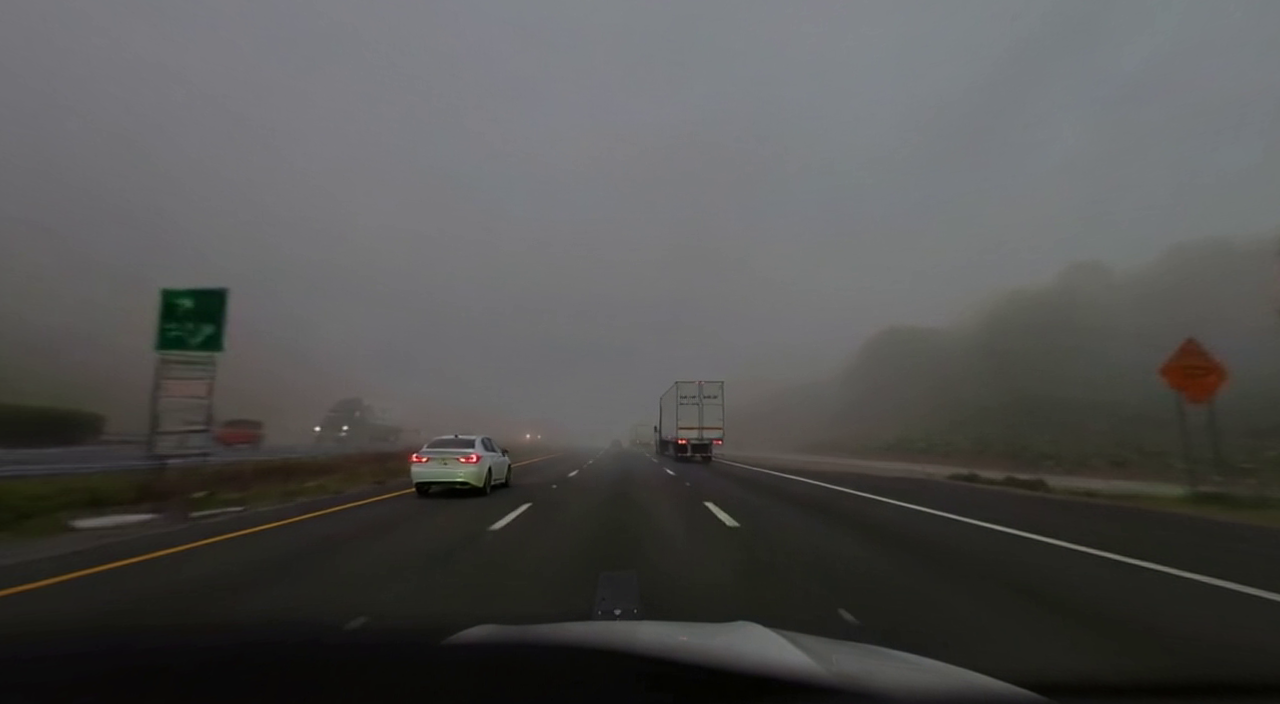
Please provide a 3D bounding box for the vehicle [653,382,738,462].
[{"bbox_3d":[2.945,4.475,38.920,3.241,4.042,14.292,0,-8,-3],"label":"vehicle"}]

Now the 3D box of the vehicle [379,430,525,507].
[{"bbox_3d":[-3.960,2.506,14.177,1.971,1.444,4.401,0,-8,-1],"label":"vehicle"}]

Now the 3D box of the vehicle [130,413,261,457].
[{"bbox_3d":[-16.622,3.148,23.868,1.858,1.485,4.296,0,-8,-1],"label":"vehicle"}]

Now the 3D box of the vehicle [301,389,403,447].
[{"bbox_3d":[-20.631,4.981,45.984,2.903,3.769,9.823,0,-8,-1],"label":"vehicle"}]
